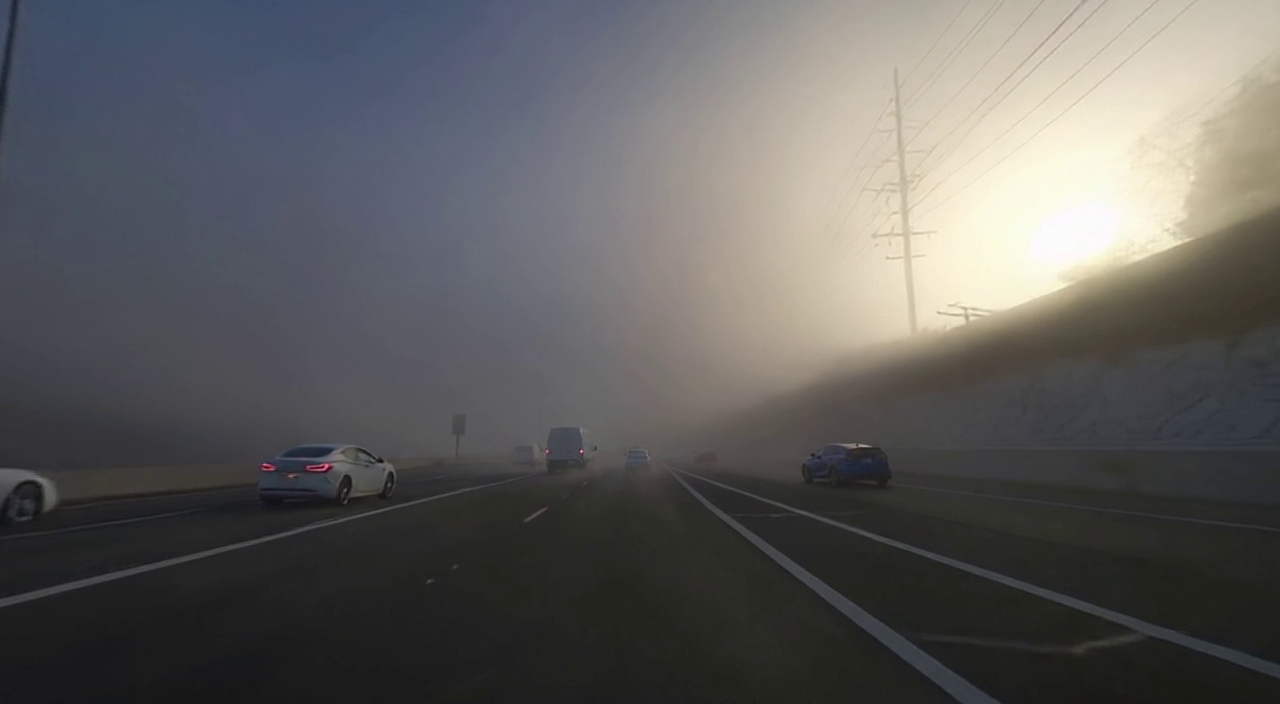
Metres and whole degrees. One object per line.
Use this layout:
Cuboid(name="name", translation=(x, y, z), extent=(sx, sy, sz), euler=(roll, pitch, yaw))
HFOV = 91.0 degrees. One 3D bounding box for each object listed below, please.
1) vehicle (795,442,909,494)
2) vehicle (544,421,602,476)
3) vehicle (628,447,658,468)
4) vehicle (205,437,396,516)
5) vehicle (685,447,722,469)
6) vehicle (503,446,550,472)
Cuboid(name="vehicle", translation=(6.702, 3.694, 20.466), extent=(2.052, 1.470, 4.364), euler=(0, -9, -2))
Cuboid(name="vehicle", translation=(-3.441, 5.157, 33.749), extent=(2.395, 2.660, 5.827), euler=(0, -9, 1))
Cuboid(name="vehicle", translation=(0.158, 7.728, 46.305), extent=(2.084, 1.492, 4.137), euler=(0, -9, -1))
Cuboid(name="vehicle", translation=(-7.565, 2.801, 14.673), extent=(1.967, 1.525, 4.458), euler=(0, -9, 0))
Cuboid(name="vehicle", translation=(4.607, 7.720, 46.151), extent=(2.095, 1.504, 4.536), euler=(0, -9, -1))
Cuboid(name="vehicle", translation=(-6.868, 6.526, 38.534), extent=(1.944, 1.490, 4.442), euler=(0, -9, 1))
